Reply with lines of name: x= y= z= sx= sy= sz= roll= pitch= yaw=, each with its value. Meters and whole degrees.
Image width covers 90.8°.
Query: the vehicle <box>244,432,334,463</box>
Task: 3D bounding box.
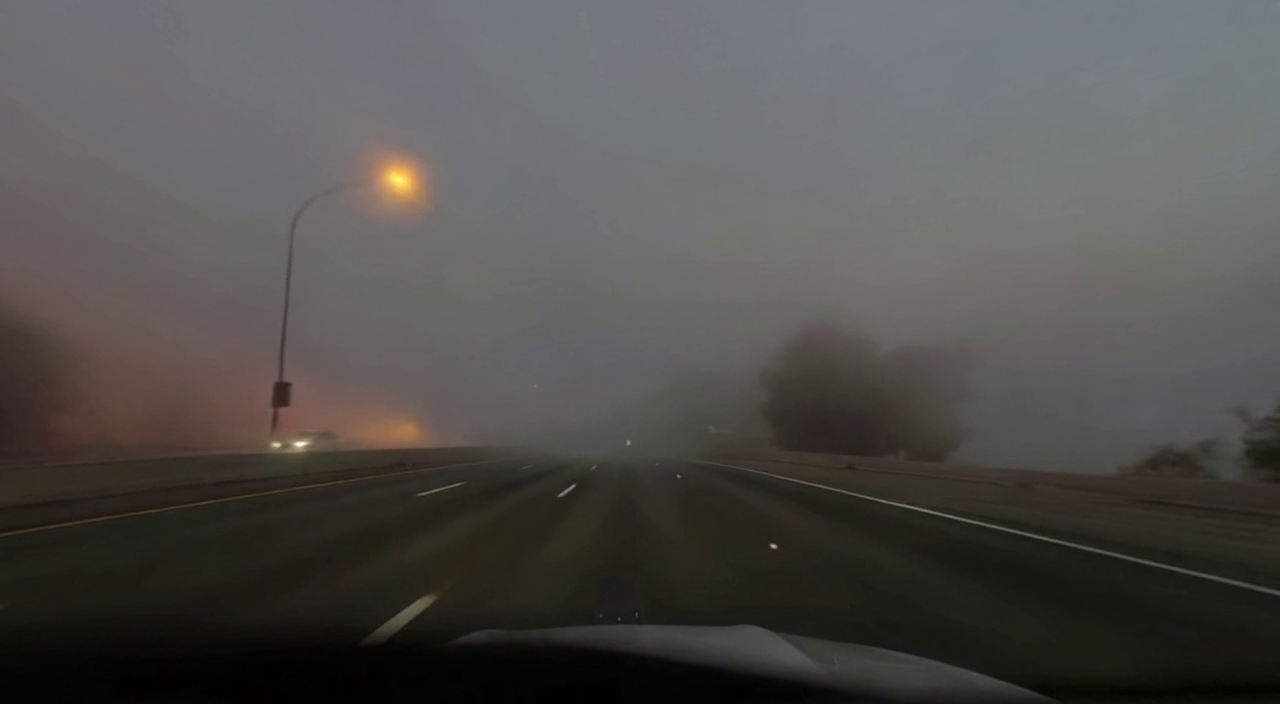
vehicle: x=-18.833 y=5.152 z=34.252 sx=1.945 sy=1.542 sz=5.162 roll=0 pitch=-8 yaw=0
